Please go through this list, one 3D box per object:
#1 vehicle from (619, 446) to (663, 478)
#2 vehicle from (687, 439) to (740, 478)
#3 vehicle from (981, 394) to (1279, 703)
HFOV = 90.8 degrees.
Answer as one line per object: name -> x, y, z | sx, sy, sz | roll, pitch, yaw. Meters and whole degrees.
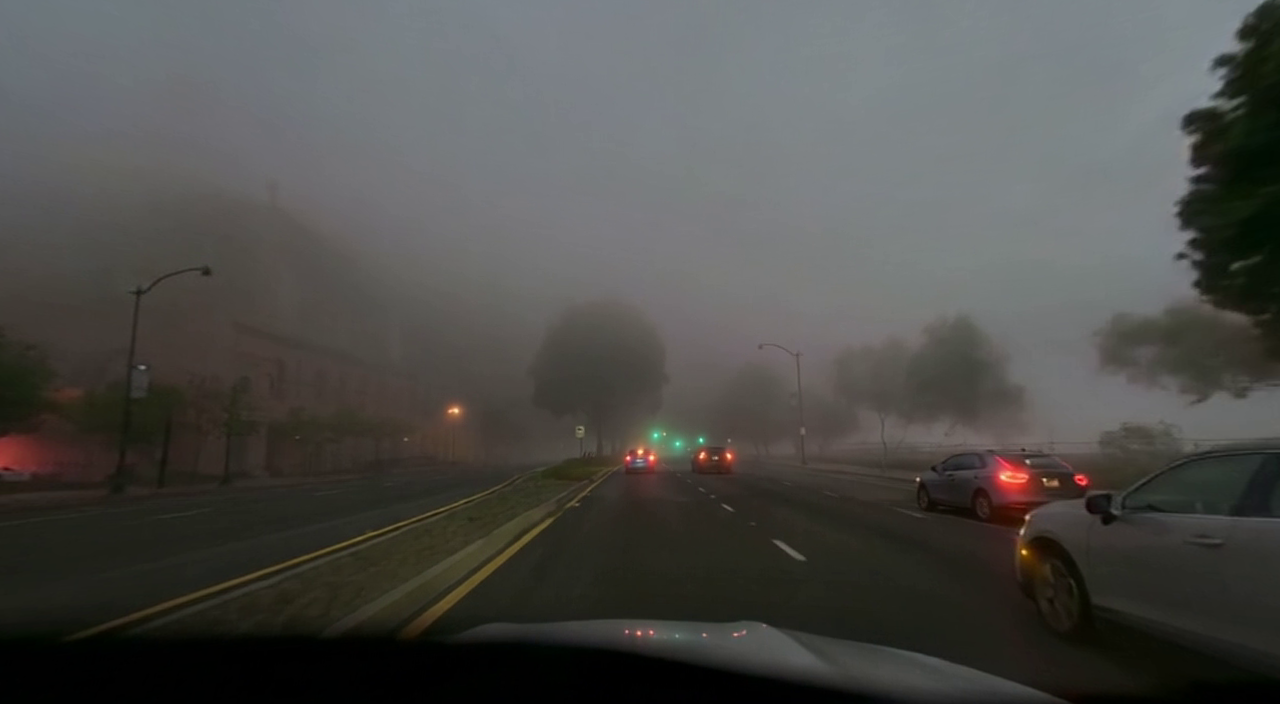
vehicle -> 0.038, 5.375, 31.135 | 2.054, 1.446, 3.969 | 0, -9, 0
vehicle -> 3.616, 5.316, 31.782 | 2.036, 1.757, 4.300 | 0, -9, -1
vehicle -> 3.754, 1.015, 3.130 | 1.937, 1.538, 3.832 | 0, -9, 0
